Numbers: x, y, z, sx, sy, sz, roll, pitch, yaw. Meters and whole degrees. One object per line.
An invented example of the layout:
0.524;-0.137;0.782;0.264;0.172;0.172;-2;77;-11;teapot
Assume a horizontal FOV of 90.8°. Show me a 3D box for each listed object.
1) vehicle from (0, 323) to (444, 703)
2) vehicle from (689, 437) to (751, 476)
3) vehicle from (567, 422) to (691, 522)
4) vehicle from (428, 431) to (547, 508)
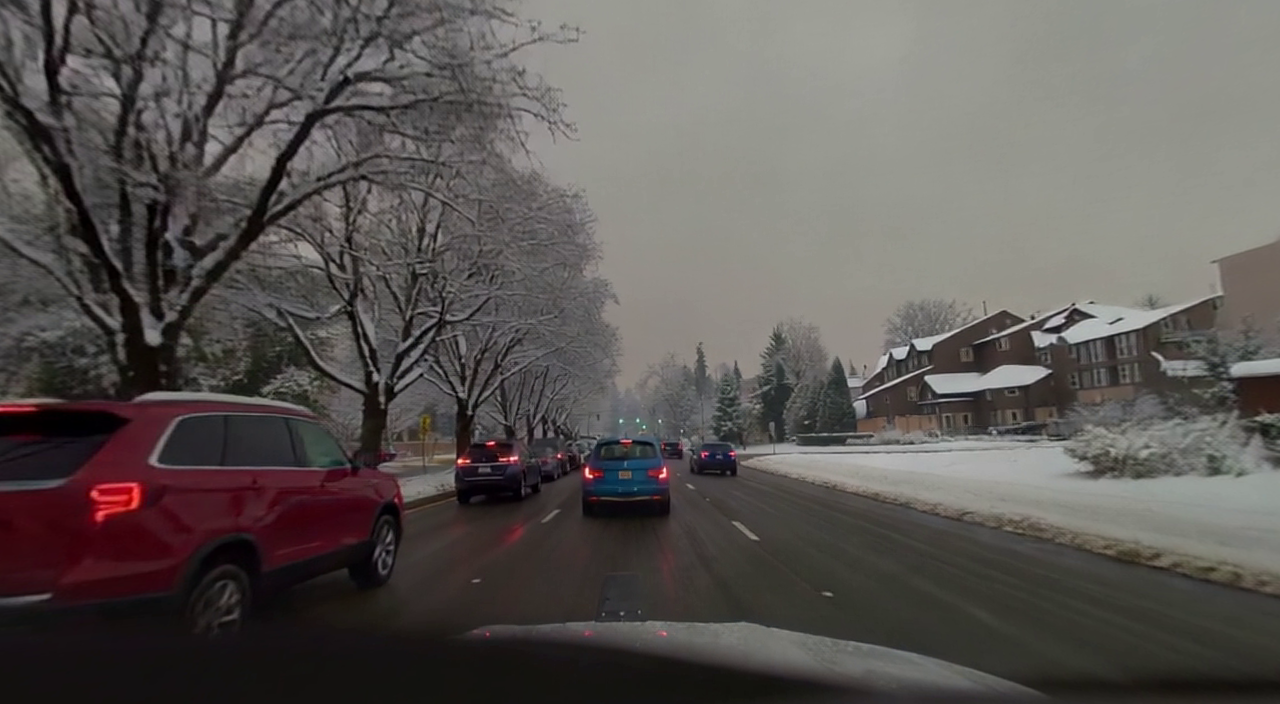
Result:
-3.554;1.172;5.264;2.304;1.928;4.833;0;-8;0;vehicle
3.686;4.906;30.003;2.188;1.685;4.604;0;-8;-2;vehicle
-0.210;2.352;12.887;2.112;1.693;4.058;0;-8;-1;vehicle
-3.662;2.909;16.066;1.948;1.668;4.279;0;-8;0;vehicle
